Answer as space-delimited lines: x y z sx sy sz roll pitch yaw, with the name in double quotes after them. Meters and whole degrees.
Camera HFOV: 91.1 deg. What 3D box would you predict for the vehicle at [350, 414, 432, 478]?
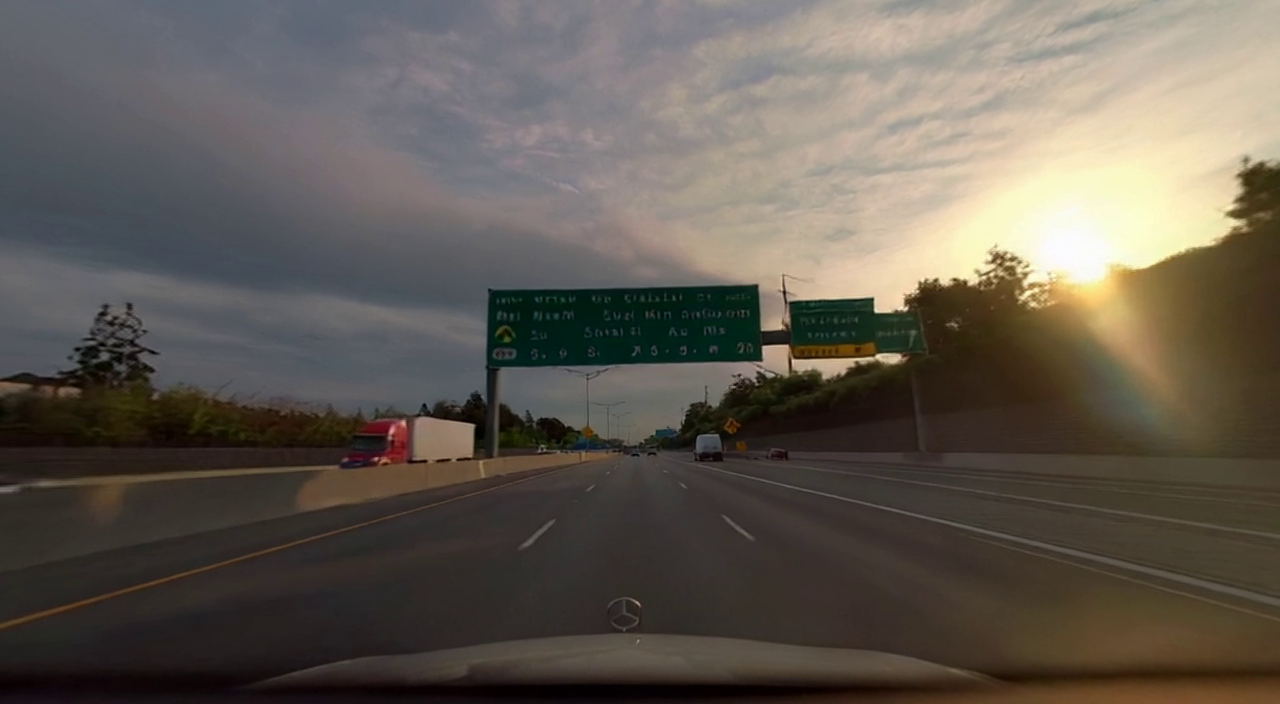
-16.420 6.267 41.935 2.988 3.980 5.849 0 -9 0 "vehicle"
